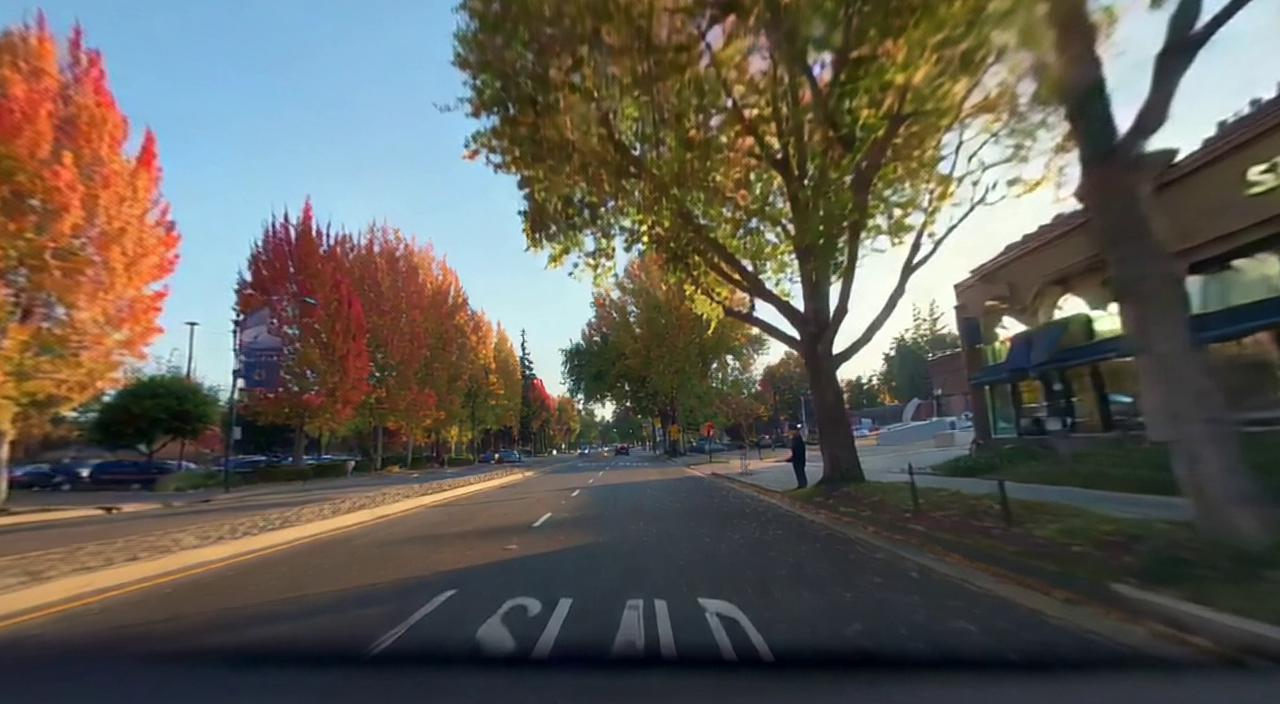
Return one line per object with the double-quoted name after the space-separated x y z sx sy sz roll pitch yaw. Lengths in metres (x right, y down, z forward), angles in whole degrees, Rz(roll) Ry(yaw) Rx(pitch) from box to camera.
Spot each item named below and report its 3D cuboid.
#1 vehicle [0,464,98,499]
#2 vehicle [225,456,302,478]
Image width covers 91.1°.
-28.857 6.171 30.042 3.990 1.514 1.892 0 -9 -2 "vehicle"
-28.897 8.809 48.269 4.552 1.576 2.005 0 -9 2 "vehicle"
